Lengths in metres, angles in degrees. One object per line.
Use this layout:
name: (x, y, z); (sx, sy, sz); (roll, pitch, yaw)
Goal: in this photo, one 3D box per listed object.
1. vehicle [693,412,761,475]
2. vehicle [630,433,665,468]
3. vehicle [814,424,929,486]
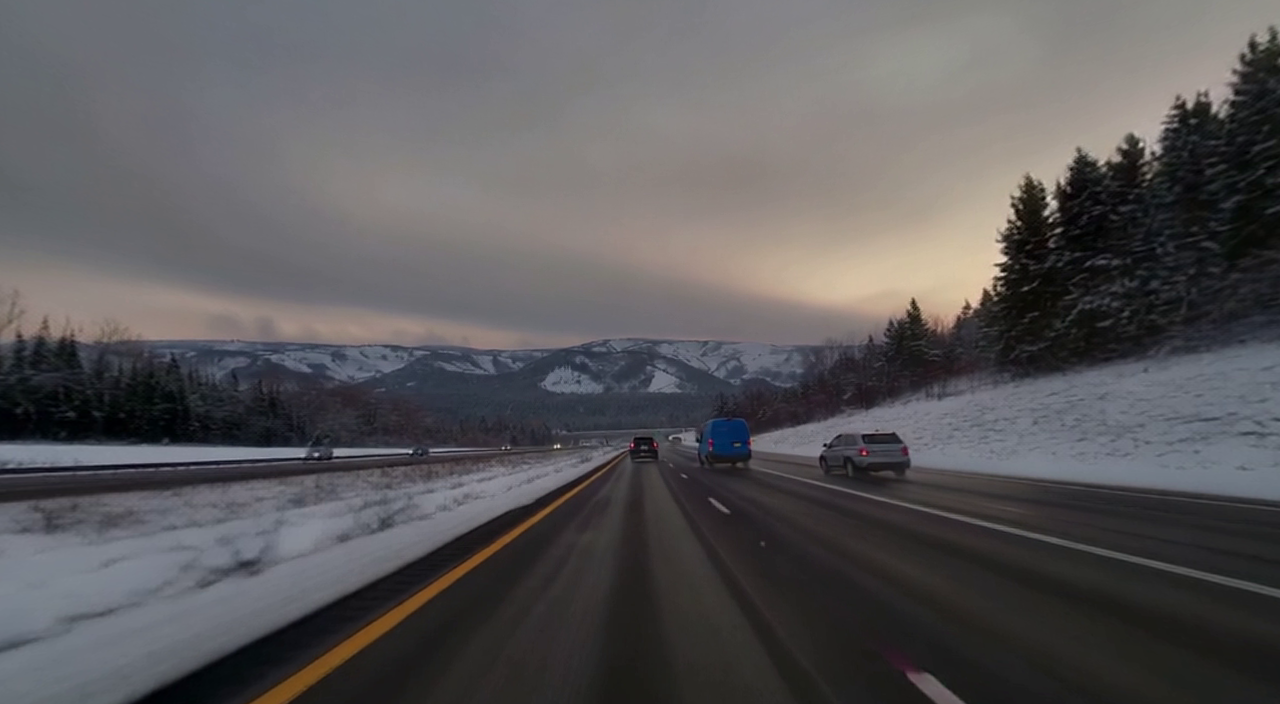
vehicle: (3.950, 4.338, 29.851); (2.302, 2.670, 6.176); (0, -8, 0)
vehicle: (0.480, 6.329, 40.743); (2.131, 2.122, 4.473); (0, -8, 0)
vehicle: (8.009, 3.625, 22.438); (2.240, 1.925, 4.854); (0, -8, 0)
